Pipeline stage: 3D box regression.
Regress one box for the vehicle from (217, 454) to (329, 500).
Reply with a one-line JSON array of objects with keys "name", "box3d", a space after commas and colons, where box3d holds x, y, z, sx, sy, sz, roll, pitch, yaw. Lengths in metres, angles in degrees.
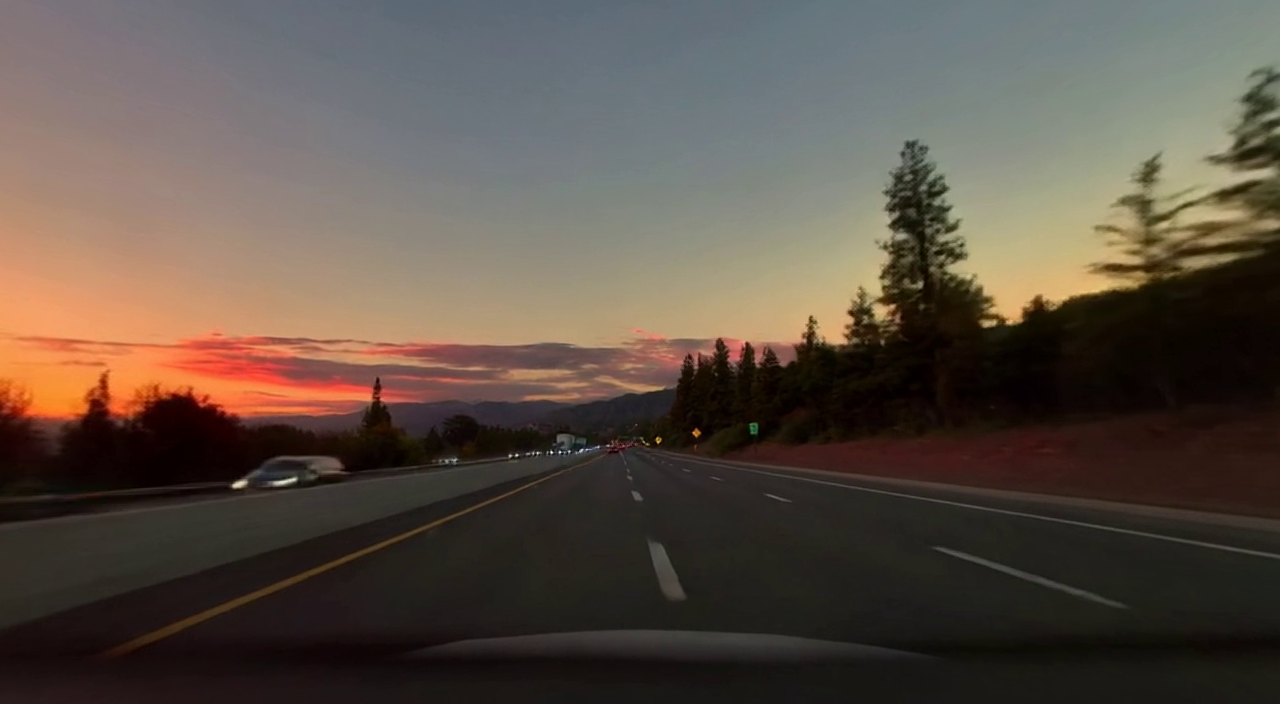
[{"name": "vehicle", "box3d": [-14.870, 5.040, 25.919, 2.051, 1.664, 4.484, 0, -9, -2]}]
